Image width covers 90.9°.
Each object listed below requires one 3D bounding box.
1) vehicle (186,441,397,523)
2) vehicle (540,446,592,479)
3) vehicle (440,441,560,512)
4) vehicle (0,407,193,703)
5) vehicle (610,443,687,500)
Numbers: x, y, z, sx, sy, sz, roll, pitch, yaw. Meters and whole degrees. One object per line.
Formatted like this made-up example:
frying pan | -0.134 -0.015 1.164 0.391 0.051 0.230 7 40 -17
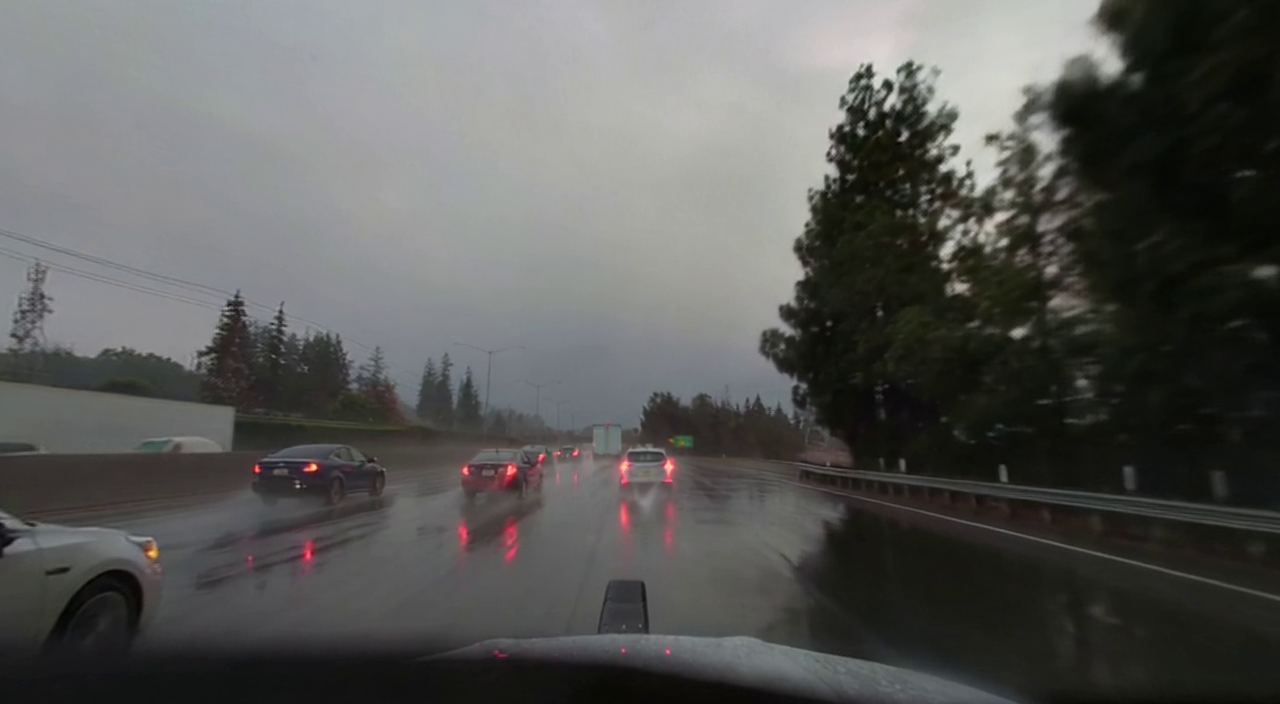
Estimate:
vehicle | -7.119 2.684 13.581 1.867 1.445 4.499 0 -9 2
vehicle | -3.481 5.283 30.366 2.013 1.437 3.801 0 -9 0
vehicle | -3.224 2.953 15.417 1.912 1.464 4.115 0 -9 1
vehicle | -3.698 0.828 1.600 1.883 1.500 4.373 0 -9 0
vehicle | 0.175 3.466 18.722 2.018 1.470 4.491 0 -9 -1
